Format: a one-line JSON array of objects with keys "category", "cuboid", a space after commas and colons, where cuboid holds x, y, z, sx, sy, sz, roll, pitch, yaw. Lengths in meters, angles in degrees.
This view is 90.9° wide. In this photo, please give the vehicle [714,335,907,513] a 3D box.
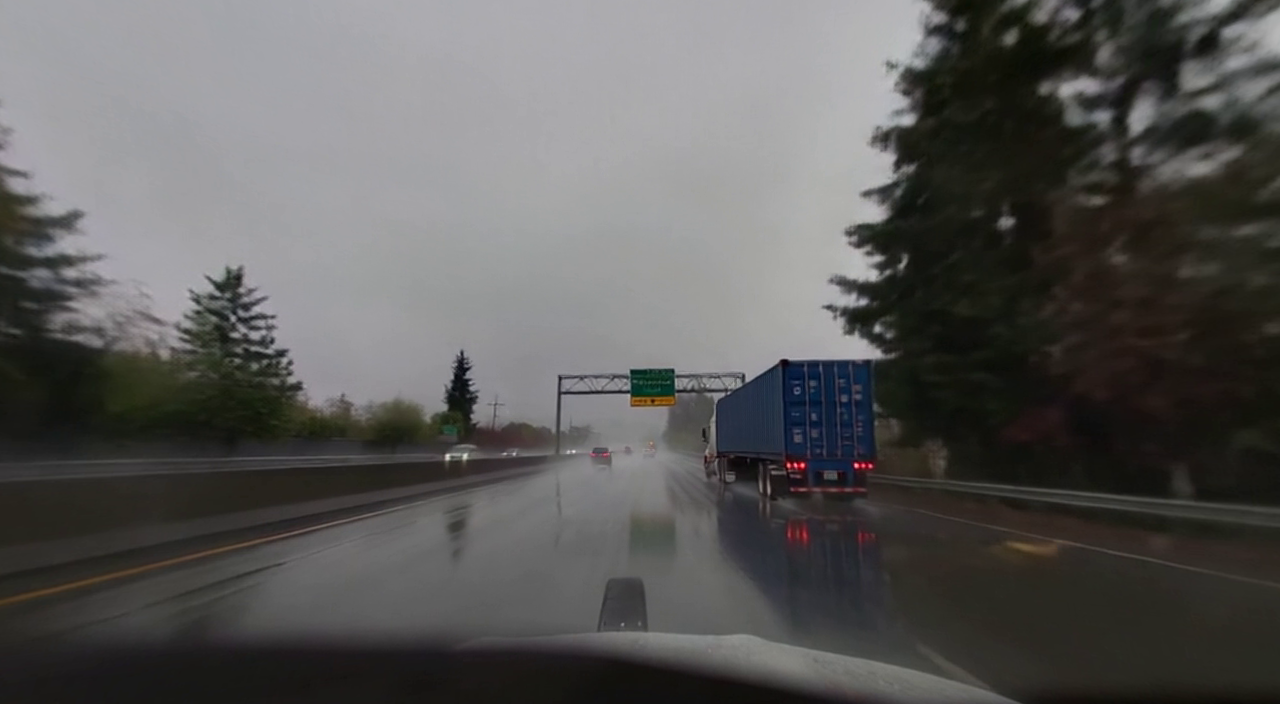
[{"category": "vehicle", "cuboid": [4.595, 2.612, 20.799, 2.821, 4.046, 12.876, 0, -9, 0]}]
